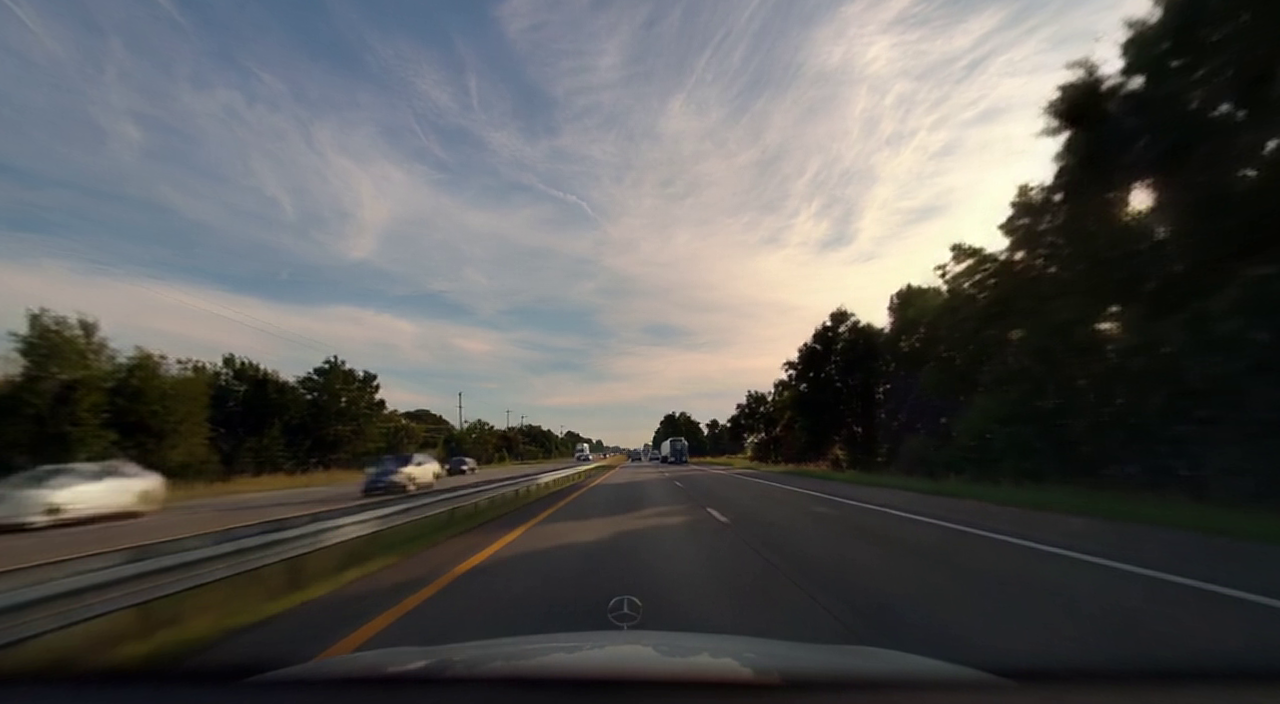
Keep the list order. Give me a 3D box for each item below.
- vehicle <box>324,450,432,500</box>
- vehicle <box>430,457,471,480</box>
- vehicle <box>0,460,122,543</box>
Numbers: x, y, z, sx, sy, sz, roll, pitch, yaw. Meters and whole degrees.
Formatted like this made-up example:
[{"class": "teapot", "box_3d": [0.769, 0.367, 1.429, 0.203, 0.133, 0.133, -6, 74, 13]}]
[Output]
[{"class": "vehicle", "box_3d": [-9.264, 4.358, 22.756, 1.949, 1.626, 4.479, 0, -9, 0]}, {"class": "vehicle", "box_3d": [-13.312, 8.148, 44.405, 1.720, 1.497, 3.857, 0, -9, 0]}, {"class": "vehicle", "box_3d": [-13.006, 2.879, 12.183, 1.988, 1.501, 4.676, 0, -9, 0]}]
